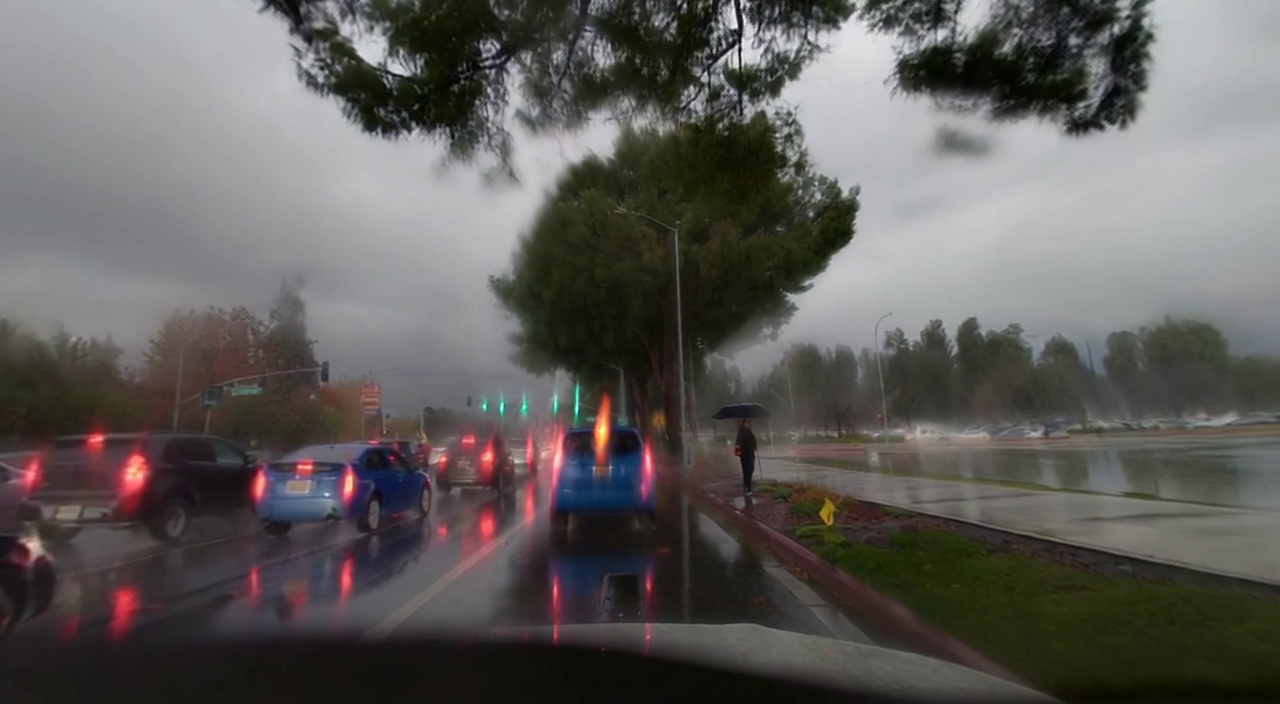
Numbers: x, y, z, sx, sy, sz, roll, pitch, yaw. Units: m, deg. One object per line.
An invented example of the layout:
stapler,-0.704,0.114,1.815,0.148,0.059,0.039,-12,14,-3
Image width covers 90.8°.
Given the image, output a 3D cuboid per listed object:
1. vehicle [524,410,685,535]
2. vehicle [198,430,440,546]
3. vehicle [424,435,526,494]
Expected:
vehicle,-0.581,2.113,11.584,2.368,1.829,4.293,0,-9,-2
vehicle,-5.407,2.326,11.522,2.010,1.674,4.484,0,-9,0
vehicle,-5.439,3.764,21.517,2.188,1.774,4.477,0,-9,1
